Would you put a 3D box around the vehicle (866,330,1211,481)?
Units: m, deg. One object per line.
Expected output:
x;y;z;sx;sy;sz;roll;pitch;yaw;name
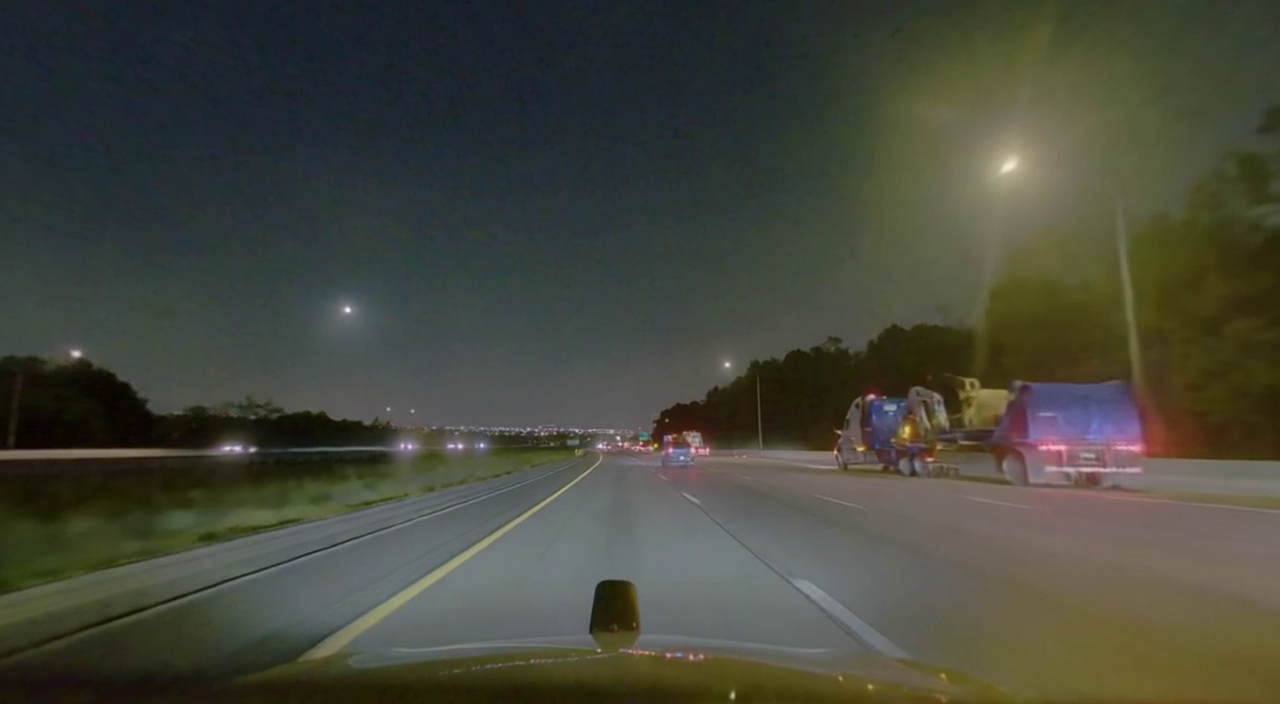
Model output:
14.041;2.590;25.459;3.968;4.321;14.566;1;-9;-2;vehicle

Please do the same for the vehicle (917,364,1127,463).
13.856;2.459;23.794;3.476;3.195;6.407;1;-8;-4;vehicle

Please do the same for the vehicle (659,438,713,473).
2.367;5.488;33.755;2.305;1.729;4.526;0;-8;-3;vehicle
